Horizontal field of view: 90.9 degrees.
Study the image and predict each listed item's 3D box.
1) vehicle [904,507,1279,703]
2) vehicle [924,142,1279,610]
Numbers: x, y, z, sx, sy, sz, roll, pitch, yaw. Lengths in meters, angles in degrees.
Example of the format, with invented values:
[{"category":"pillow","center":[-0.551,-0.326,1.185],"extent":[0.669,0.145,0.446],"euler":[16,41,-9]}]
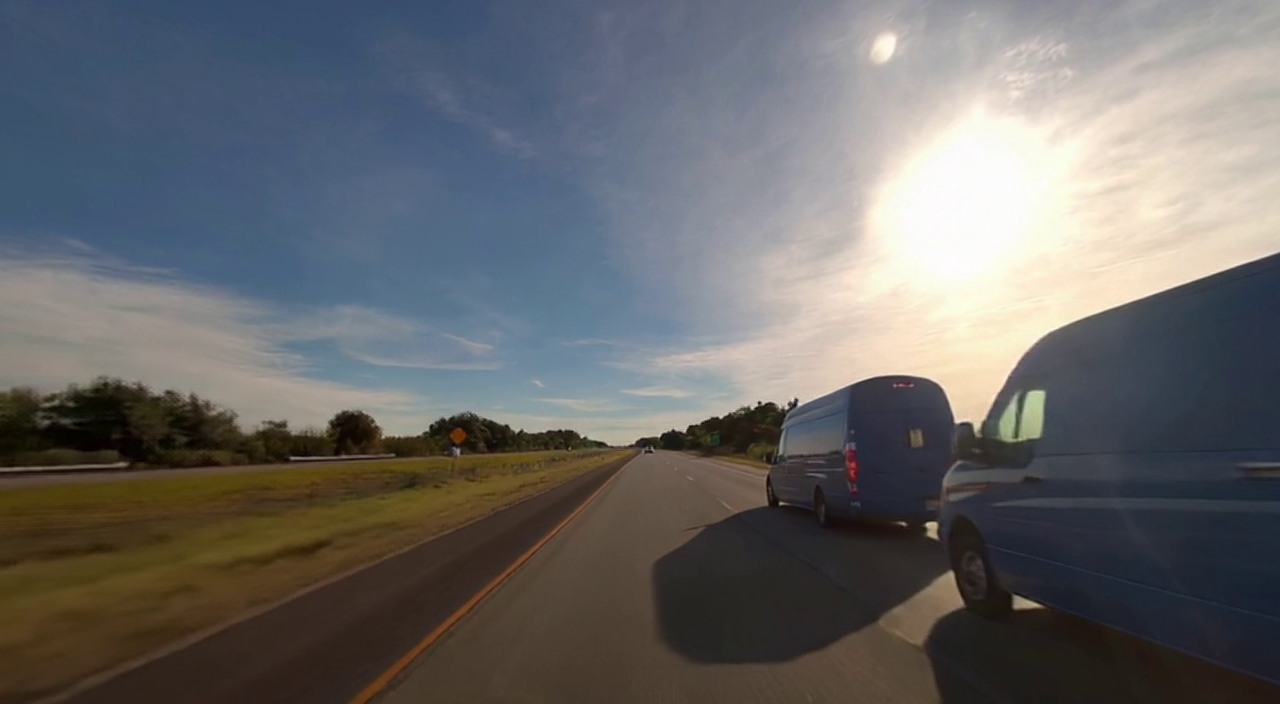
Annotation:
[{"category":"vehicle","center":[3.996,1.525,3.257],"extent":[2.702,0.824,6.391],"euler":[0,-9,1]},{"category":"vehicle","center":[4.056,0.174,3.341],"extent":[2.444,2.053,5.616],"euler":[-1,-8,0]}]
